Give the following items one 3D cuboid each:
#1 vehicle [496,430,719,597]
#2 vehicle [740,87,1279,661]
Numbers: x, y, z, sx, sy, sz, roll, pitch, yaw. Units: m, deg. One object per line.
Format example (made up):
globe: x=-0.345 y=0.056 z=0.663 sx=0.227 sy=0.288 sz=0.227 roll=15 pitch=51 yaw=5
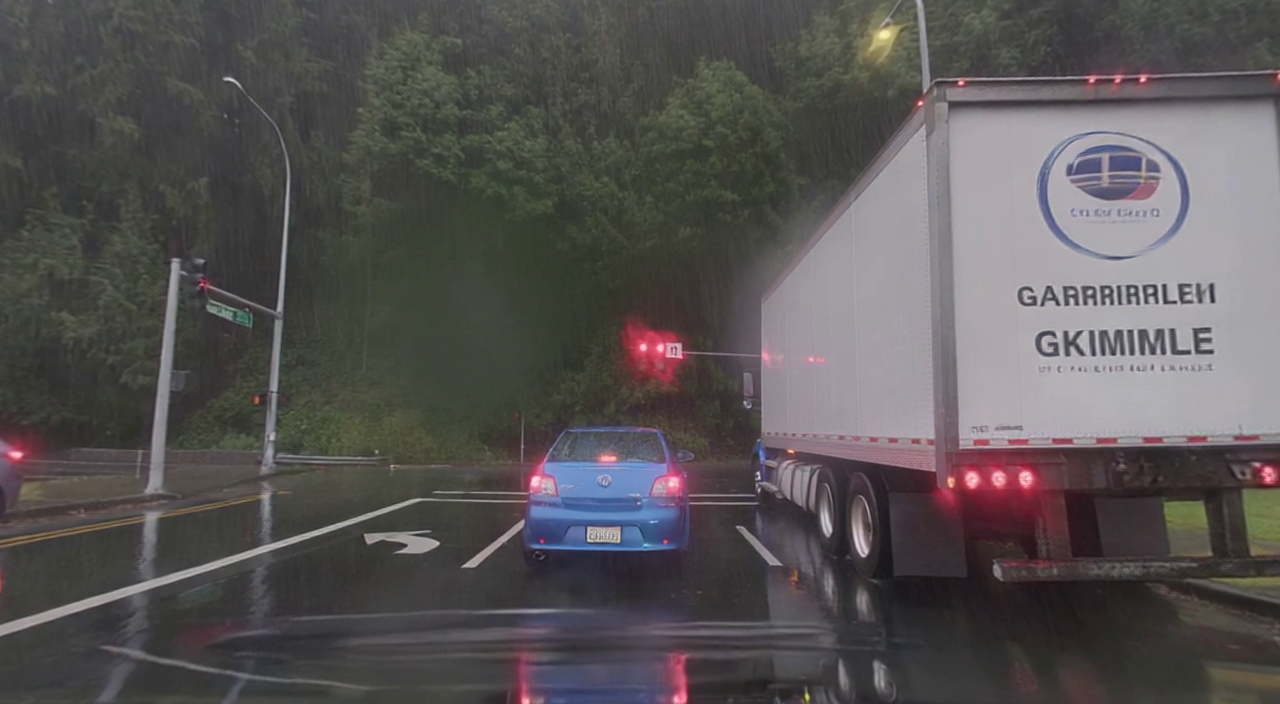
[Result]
vehicle: x=-0.322 y=1.706 z=7.423 sx=1.975 sy=1.457 sz=3.526 roll=0 pitch=-9 yaw=-1
vehicle: x=3.552 y=0.767 z=8.939 sx=2.884 sy=3.753 sz=9.763 roll=0 pitch=-9 yaw=2
